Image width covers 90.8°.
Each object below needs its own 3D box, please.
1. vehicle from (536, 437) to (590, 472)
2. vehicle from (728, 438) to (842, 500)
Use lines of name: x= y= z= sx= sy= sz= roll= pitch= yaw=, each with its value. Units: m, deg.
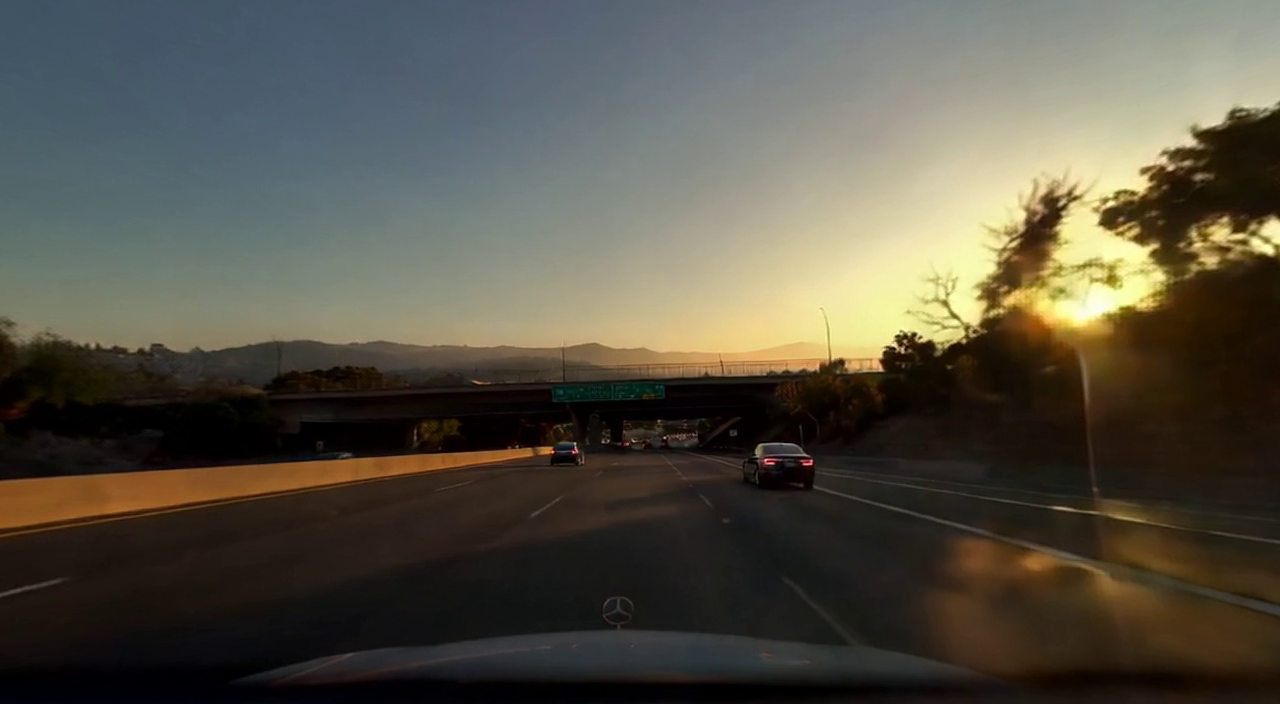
vehicle: x=-3.765 y=5.088 z=31.642 sx=2.048 sy=1.618 sz=4.424 roll=0 pitch=-9 yaw=1
vehicle: x=3.884 y=3.205 z=17.729 sx=2.060 sy=1.485 sz=4.274 roll=0 pitch=-9 yaw=-2
